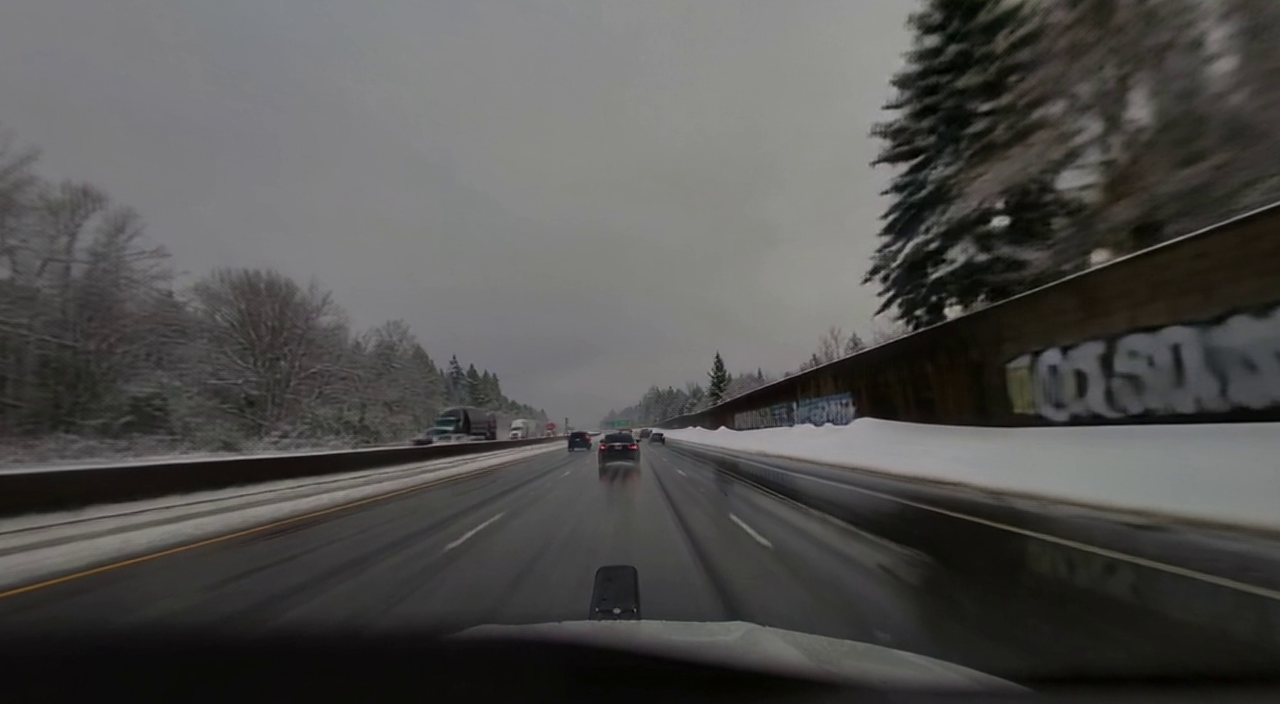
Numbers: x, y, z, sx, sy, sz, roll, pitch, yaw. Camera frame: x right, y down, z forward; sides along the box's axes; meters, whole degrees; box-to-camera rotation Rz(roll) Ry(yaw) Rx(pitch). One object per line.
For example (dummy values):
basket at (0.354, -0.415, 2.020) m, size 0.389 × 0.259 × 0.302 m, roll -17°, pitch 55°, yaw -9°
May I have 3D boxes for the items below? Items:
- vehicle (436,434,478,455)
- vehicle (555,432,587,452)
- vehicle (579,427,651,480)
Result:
vehicle at (-13.098, 6.638, 45.336) m, size 1.845 × 1.450 × 4.126 m, roll 0°, pitch -8°, yaw -1°
vehicle at (-5.188, 6.831, 47.969) m, size 2.022 × 1.440 × 4.491 m, roll 0°, pitch -8°, yaw -1°
vehicle at (-0.739, 3.137, 19.784) m, size 2.044 × 1.477 × 3.693 m, roll 0°, pitch -8°, yaw -1°
